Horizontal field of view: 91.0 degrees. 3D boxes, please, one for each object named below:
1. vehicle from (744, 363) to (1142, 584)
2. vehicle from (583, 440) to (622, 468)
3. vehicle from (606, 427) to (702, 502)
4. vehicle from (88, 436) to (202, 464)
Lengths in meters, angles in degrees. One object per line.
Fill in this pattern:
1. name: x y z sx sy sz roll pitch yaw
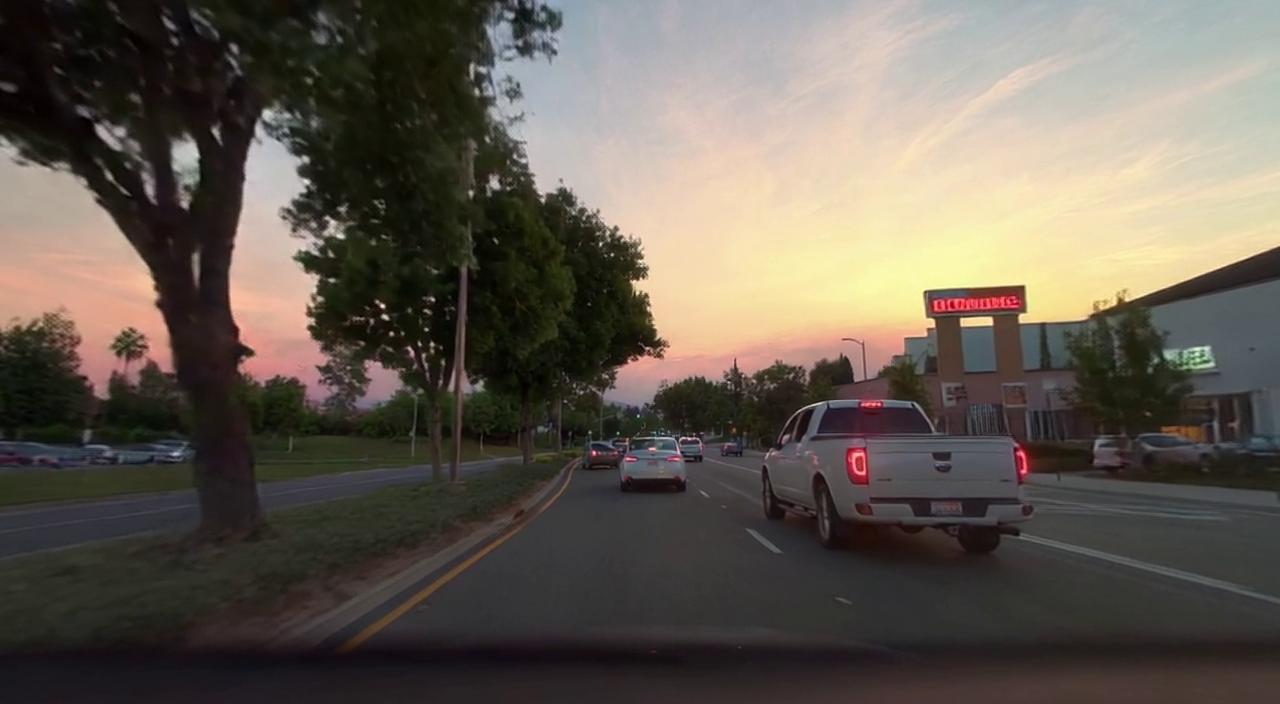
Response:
1. vehicle: 3.407 1.608 9.125 2.731 2.101 6.047 0 -9 0
2. vehicle: -2.153 5.679 35.246 1.960 1.475 4.161 1 -9 -6
3. vehicle: 0.313 2.811 16.083 2.145 1.650 4.021 0 -9 0
4. vehicle: -32.646 6.469 41.630 5.603 1.772 2.150 1 -9 -3
